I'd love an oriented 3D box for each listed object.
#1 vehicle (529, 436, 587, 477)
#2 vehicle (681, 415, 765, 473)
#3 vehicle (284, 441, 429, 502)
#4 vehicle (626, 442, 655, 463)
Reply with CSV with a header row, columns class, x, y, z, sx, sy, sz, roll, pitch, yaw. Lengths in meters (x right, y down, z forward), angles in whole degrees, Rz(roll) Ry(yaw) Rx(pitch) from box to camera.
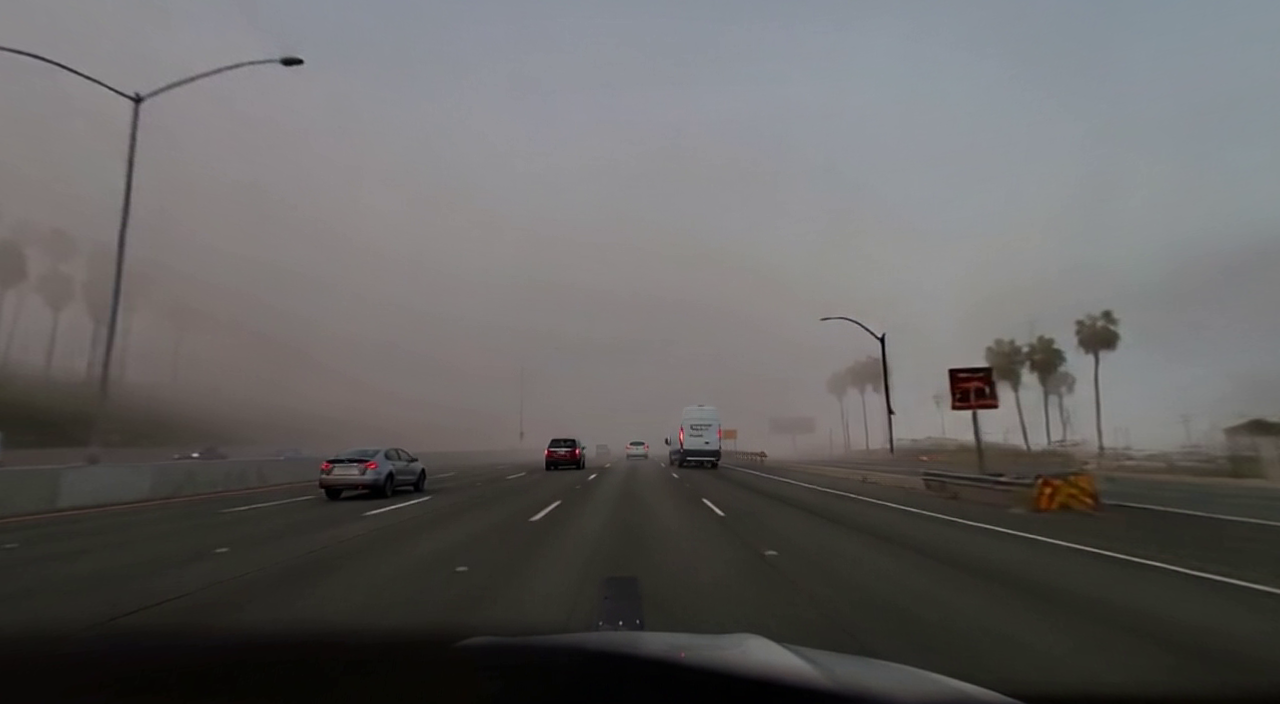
class,x,y,z,sx,sy,sz,roll,pitch,yaw
vehicle,-3.606,4.670,28.289,2.017,1.683,4.094,0,-9,0
vehicle,4.256,5.319,36.169,2.891,2.596,15.534,0,-9,1
vehicle,-7.731,3.297,17.772,2.050,1.487,4.372,0,-9,0
vehicle,0.059,7.432,46.738,2.085,1.507,4.096,0,-9,0
